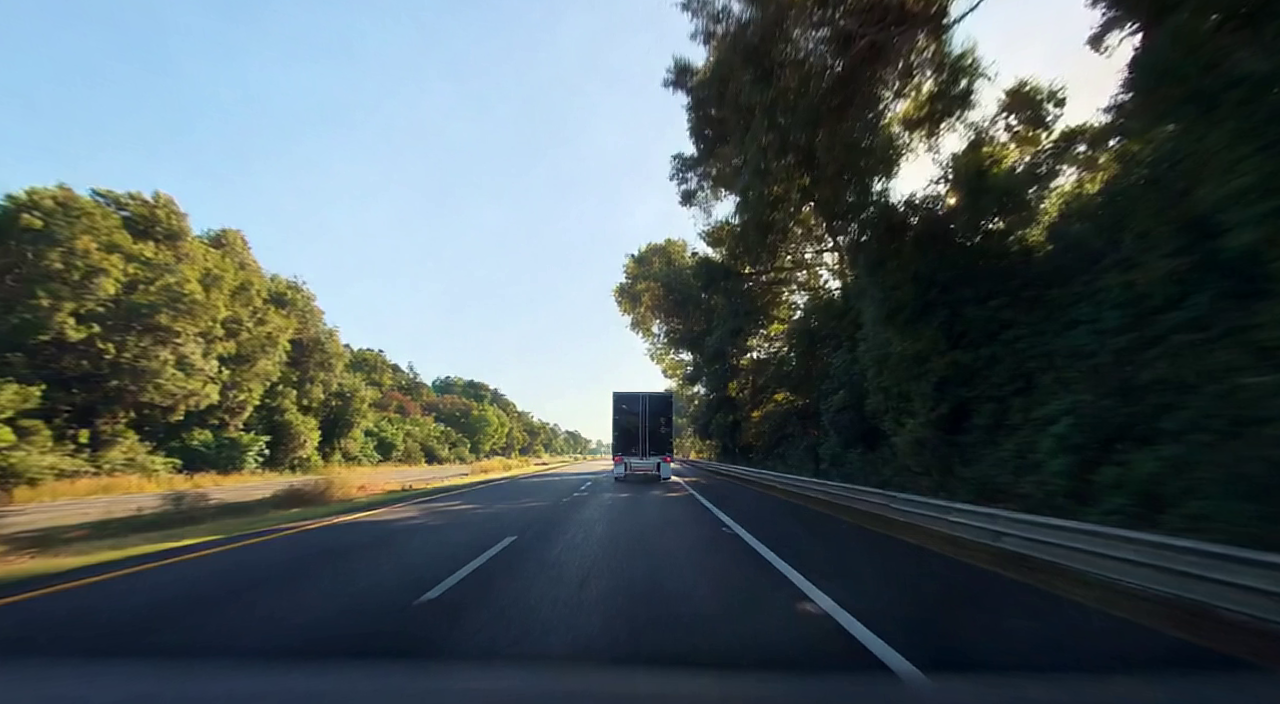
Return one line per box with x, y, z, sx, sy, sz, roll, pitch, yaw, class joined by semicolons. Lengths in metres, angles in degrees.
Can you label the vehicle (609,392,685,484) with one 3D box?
0.091;3.975;28.654;2.913;3.530;8.648;0;-9;-2;vehicle
